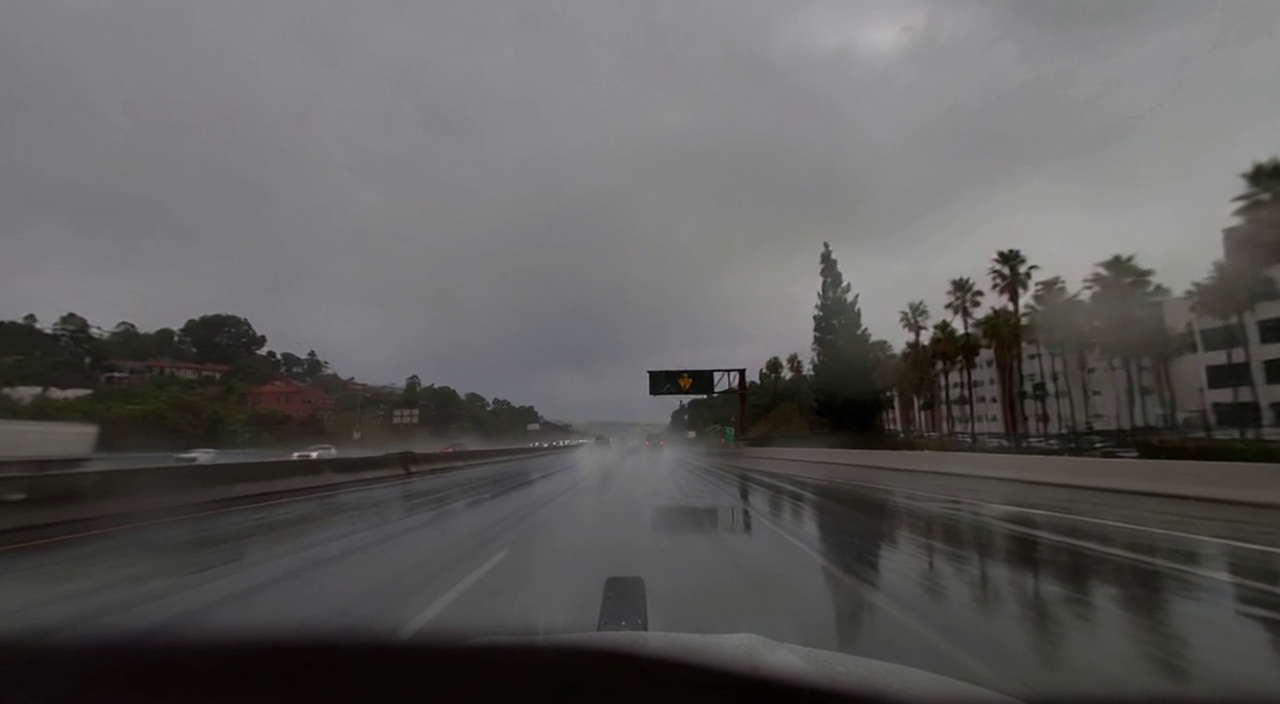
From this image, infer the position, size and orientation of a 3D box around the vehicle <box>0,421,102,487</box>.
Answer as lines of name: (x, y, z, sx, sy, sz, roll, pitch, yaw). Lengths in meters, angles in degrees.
vehicle: (-34.512, 5.467, 33.555, 2.715, 3.362, 9.663, -1, -8, 1)
